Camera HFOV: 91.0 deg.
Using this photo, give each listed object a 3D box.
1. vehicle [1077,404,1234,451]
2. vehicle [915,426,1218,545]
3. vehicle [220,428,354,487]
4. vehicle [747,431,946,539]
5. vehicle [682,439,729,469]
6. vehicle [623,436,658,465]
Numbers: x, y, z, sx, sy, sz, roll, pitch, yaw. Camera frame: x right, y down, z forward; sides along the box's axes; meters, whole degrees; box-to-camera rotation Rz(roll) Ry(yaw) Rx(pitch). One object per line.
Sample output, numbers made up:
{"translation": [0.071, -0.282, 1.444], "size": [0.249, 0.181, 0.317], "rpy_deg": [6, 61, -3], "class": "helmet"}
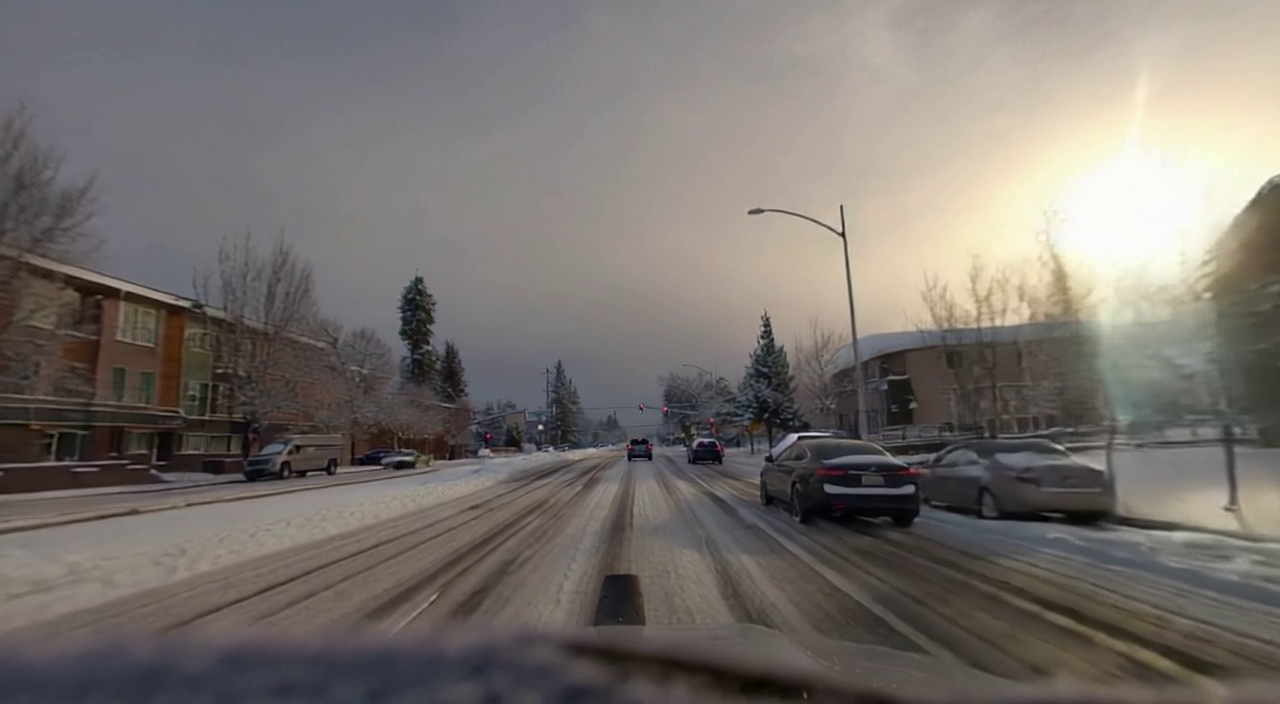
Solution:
{"translation": [21.772, 3.285, 26.768], "size": [2.025, 1.768, 4.672], "rpy_deg": [6, -11, -38], "class": "vehicle"}
{"translation": [6.856, 2.180, 10.976], "size": [2.061, 1.593, 4.602], "rpy_deg": [0, -9, 0], "class": "vehicle"}
{"translation": [-22.267, 6.729, 40.609], "size": [2.961, 3.271, 9.547], "rpy_deg": [0, -9, 1], "class": "vehicle"}
{"translation": [3.320, 2.227, 11.241], "size": [1.977, 1.498, 4.521], "rpy_deg": [0, -9, -1], "class": "vehicle"}
{"translation": [3.574, 5.718, 35.323], "size": [2.178, 1.546, 4.311], "rpy_deg": [0, -9, 0], "class": "vehicle"}
{"translation": [0.034, 6.826, 43.760], "size": [2.239, 1.856, 4.815], "rpy_deg": [0, -9, 0], "class": "vehicle"}
